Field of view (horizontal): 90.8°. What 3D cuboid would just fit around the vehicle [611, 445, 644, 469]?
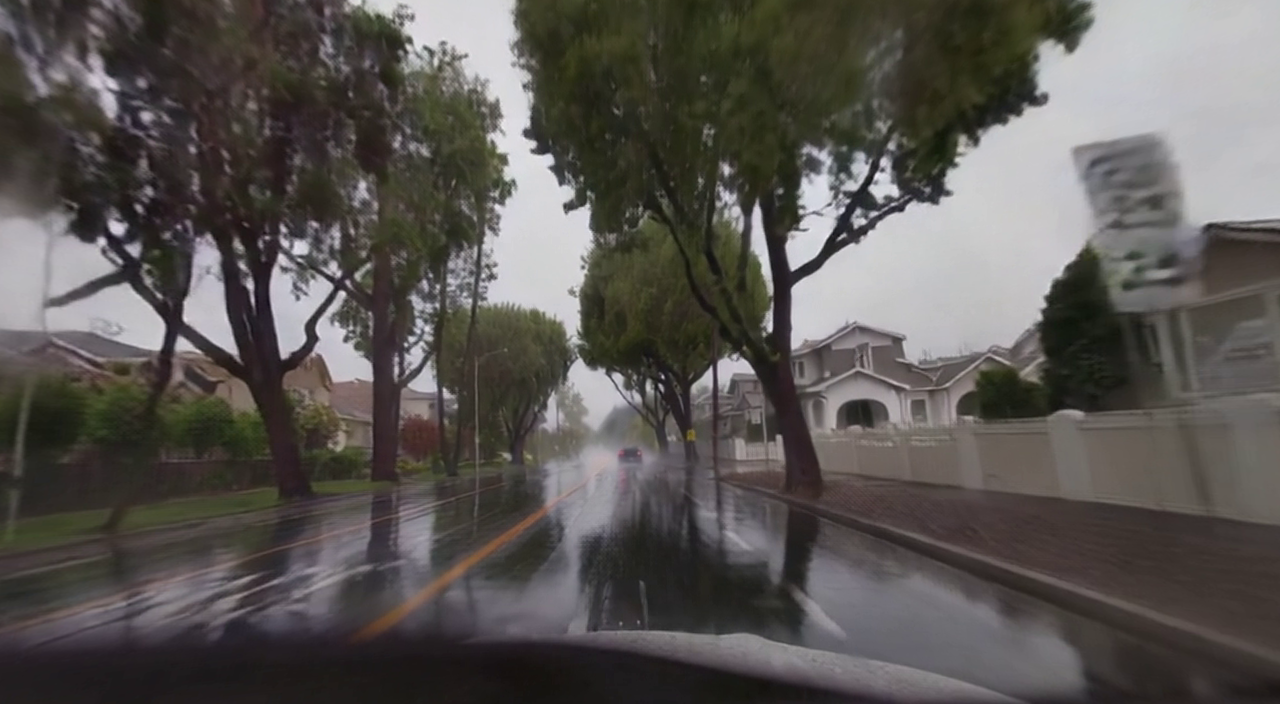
[{"bbox_3d":[-0.843,6.867,41.587,2.104,1.500,3.815,0,-9,-1],"label":"vehicle"}]
